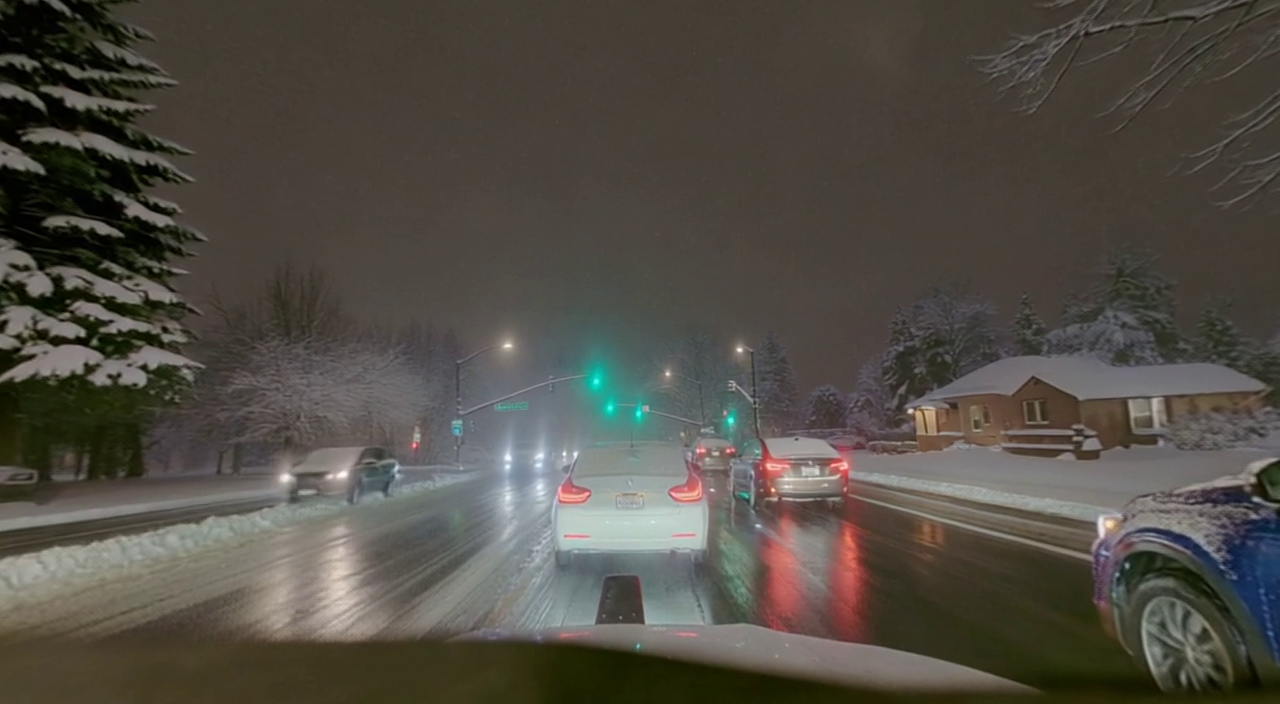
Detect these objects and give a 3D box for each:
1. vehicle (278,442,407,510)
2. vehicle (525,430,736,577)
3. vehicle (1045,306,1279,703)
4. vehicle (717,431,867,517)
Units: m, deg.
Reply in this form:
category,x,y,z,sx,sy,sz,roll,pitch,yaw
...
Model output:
category,x,y,z,sx,sy,sz,roll,pitch,yaw
vehicle,-8.636,3.583,18.816,1.996,1.680,4.203,-2,-8,-3
vehicle,-0.132,1.885,8.710,2.186,1.500,4.141,0,-8,-1
vehicle,3.382,0.581,1.403,2.006,1.766,4.345,0,-8,-1
vehicle,2.984,2.510,13.555,1.971,1.517,4.521,0,-8,-1
